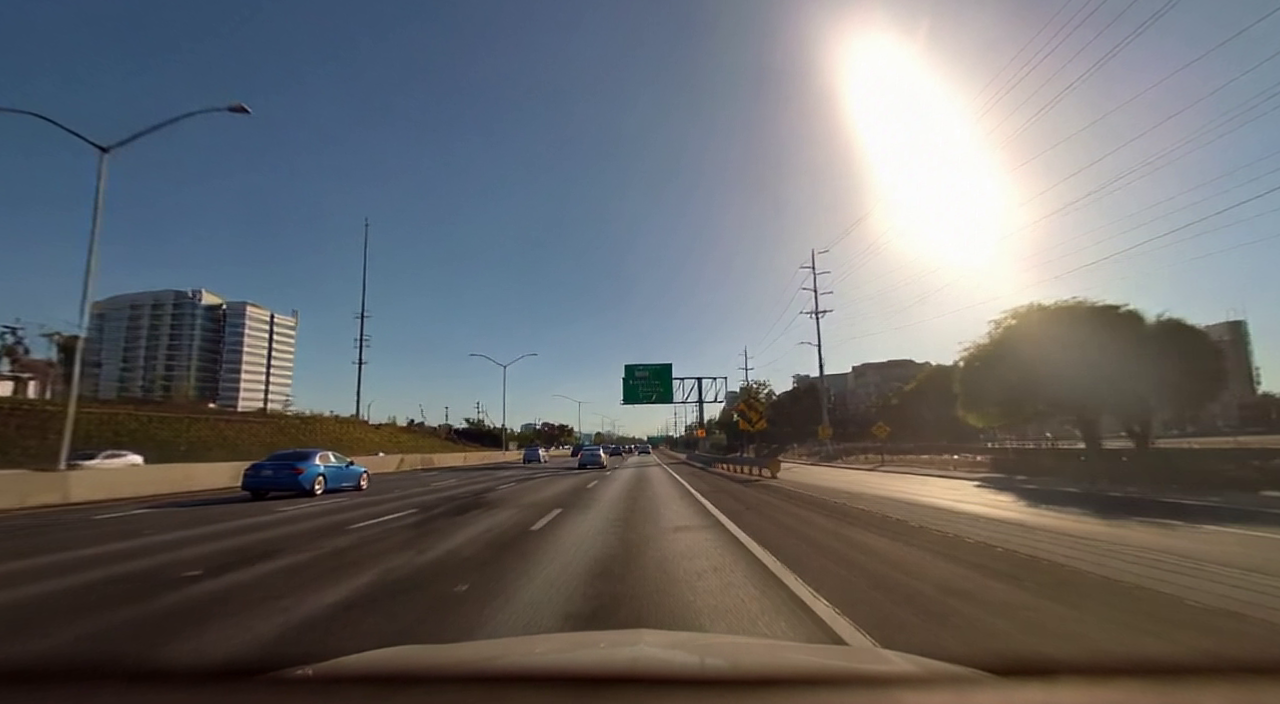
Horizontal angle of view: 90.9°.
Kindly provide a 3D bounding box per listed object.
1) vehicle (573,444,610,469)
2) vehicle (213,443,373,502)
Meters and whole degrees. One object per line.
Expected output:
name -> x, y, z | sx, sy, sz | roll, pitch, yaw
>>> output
vehicle -> -3.155, 6.874, 41.726 | 2.050, 1.479, 4.342 | 0, -8, 0
vehicle -> -10.149, 3.517, 19.021 | 2.002, 1.526, 4.822 | 0, -8, 1
